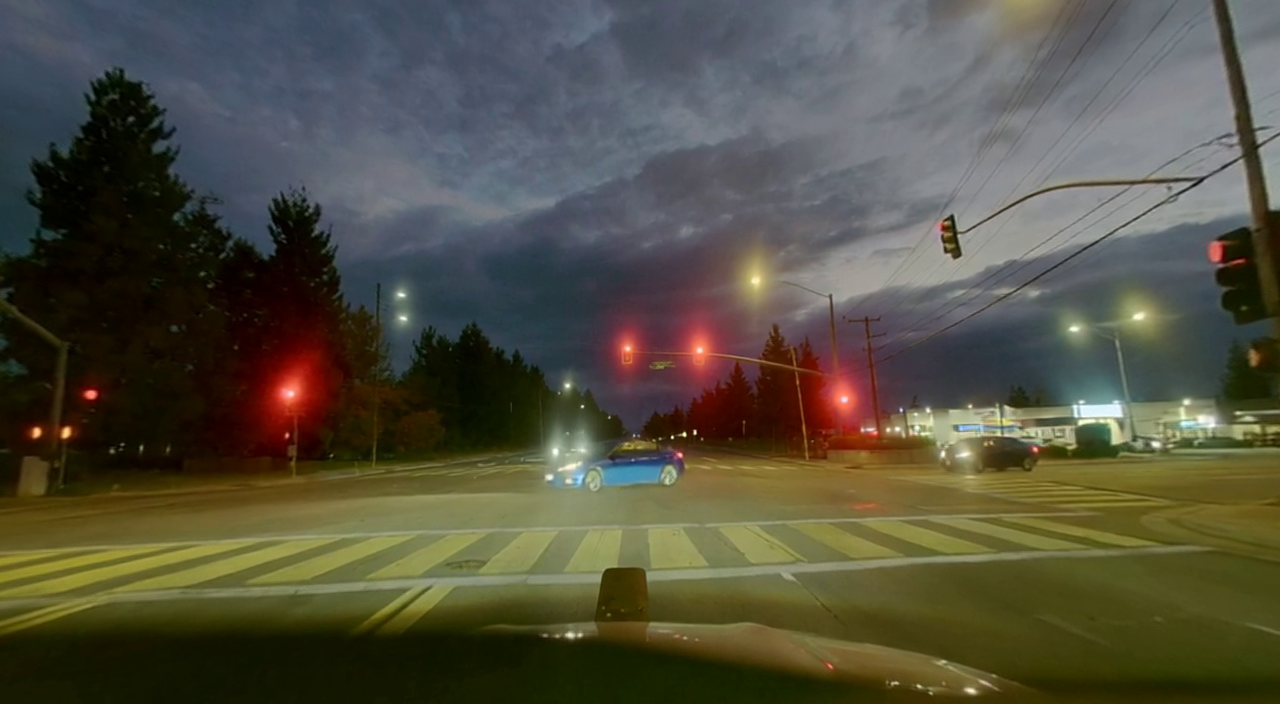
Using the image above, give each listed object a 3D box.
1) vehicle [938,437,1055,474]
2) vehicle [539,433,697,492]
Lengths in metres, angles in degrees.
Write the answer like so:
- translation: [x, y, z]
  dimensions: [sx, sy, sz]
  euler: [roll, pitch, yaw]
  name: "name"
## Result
- translation: [15.409, 4.447, 27.248]
  dimensions: [4.377, 1.523, 1.877]
  euler: [3, -9, -19]
  name: "vehicle"
- translation: [-0.508, 3.128, 18.273]
  dimensions: [1.864, 1.482, 4.528]
  euler: [-8, -12, 44]
  name: "vehicle"
